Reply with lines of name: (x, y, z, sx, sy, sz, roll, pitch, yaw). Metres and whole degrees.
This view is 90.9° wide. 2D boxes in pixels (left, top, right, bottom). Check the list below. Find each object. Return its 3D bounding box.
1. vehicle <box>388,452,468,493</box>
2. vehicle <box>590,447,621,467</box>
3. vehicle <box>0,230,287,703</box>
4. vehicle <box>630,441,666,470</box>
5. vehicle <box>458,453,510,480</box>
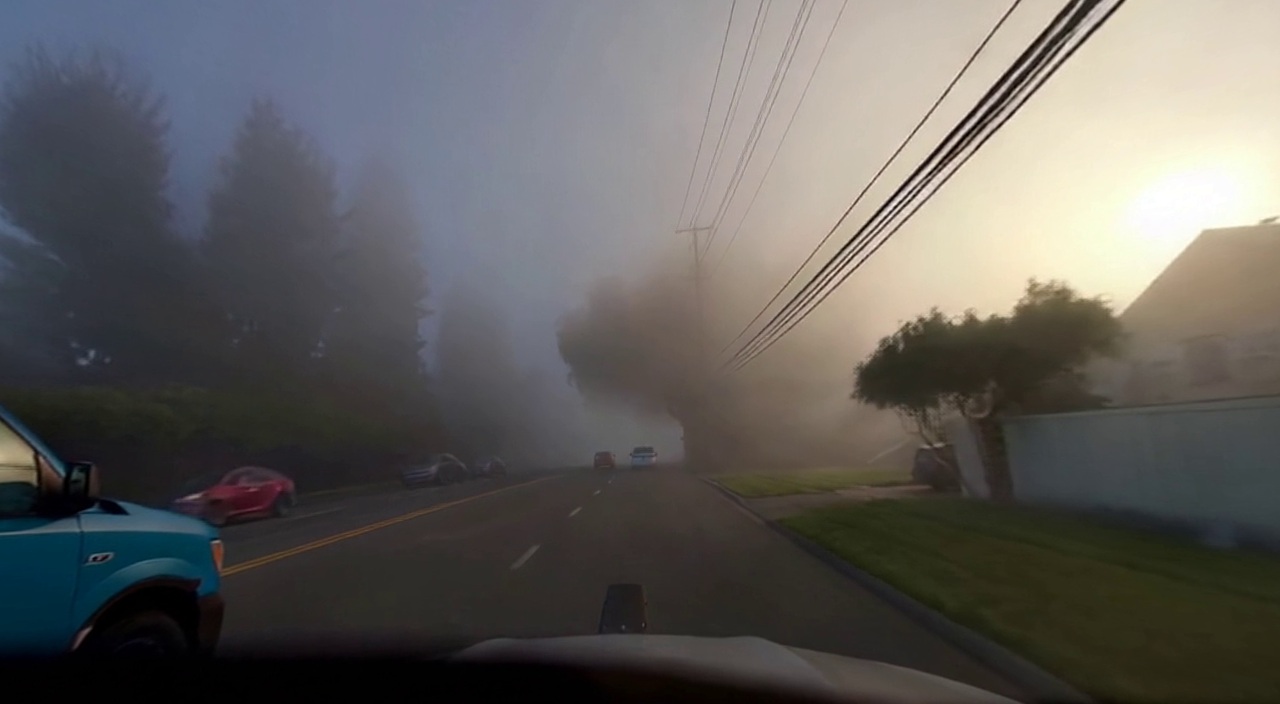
vehicle: (-9.608, 5.468, 28.942, 2.068, 1.480, 4.641, -5, -9, 0)
vehicle: (-2.565, 8.034, 48.397, 1.968, 1.472, 4.489, 0, -9, 2)
vehicle: (-3.502, 0.464, 1.063, 2.336, 2.152, 5.866, 0, -9, 1)
vehicle: (0.505, 6.417, 39.268, 2.120, 1.718, 3.909, 0, -9, 1)
vehicle: (-9.623, 7.080, 39.189, 2.005, 1.471, 4.330, 0, -9, 2)
